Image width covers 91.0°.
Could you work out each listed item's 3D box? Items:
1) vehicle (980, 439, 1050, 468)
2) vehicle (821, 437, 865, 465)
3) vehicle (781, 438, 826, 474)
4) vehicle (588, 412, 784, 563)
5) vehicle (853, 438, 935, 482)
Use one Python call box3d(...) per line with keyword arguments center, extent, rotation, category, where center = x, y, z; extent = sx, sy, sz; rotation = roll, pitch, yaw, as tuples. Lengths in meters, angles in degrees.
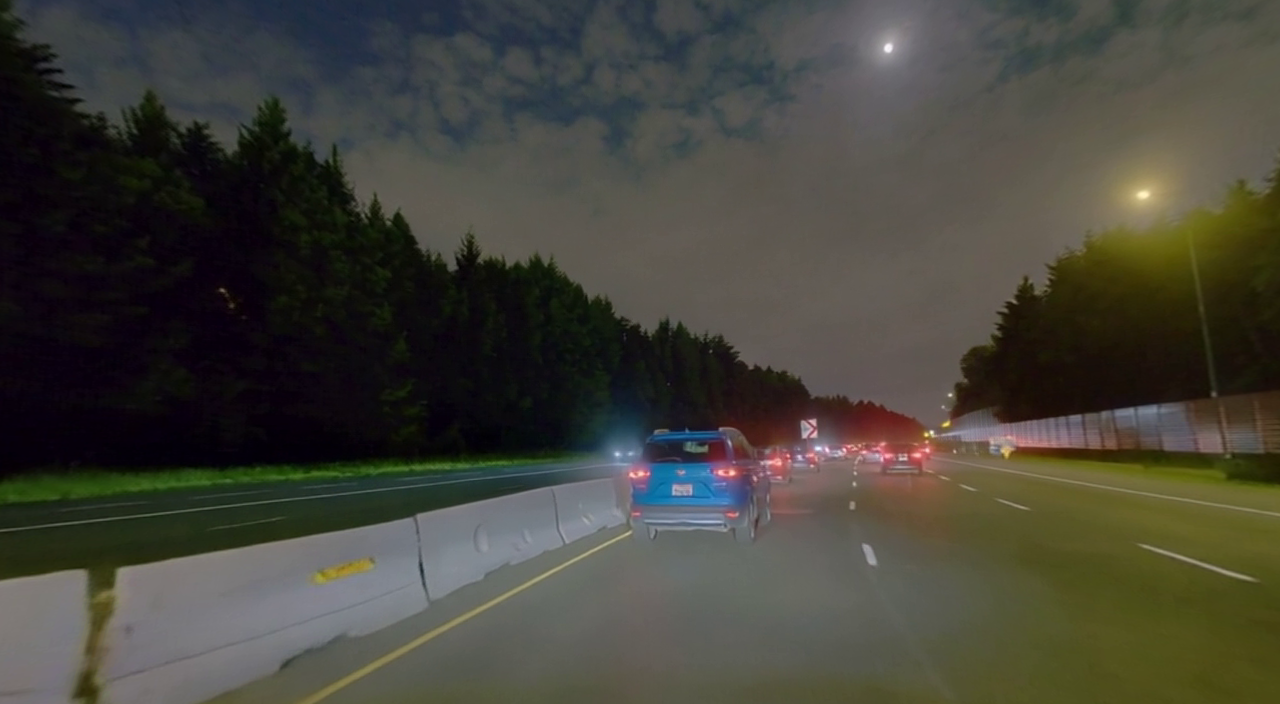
box3d(center=(20.239, 5.474, 34.221), extent=(1.990, 1.478, 4.475), rotation=(-2, -8, 14), category="vehicle")
box3d(center=(12.308, 6.027, 38.353), extent=(1.857, 1.584, 3.976), rotation=(-1, -8, 9), category="vehicle")
box3d(center=(7.190, 4.561, 27.740), extent=(1.755, 1.457, 3.686), rotation=(-2, -8, 14), category="vehicle")
box3d(center=(0.918, 1.802, 9.161), extent=(2.021, 1.635, 4.085), rotation=(-2, -9, 16), category="vehicle")
box3d(center=(9.254, 3.940, 23.325), extent=(1.962, 1.442, 4.536), rotation=(-2, -8, 11), category="vehicle")
